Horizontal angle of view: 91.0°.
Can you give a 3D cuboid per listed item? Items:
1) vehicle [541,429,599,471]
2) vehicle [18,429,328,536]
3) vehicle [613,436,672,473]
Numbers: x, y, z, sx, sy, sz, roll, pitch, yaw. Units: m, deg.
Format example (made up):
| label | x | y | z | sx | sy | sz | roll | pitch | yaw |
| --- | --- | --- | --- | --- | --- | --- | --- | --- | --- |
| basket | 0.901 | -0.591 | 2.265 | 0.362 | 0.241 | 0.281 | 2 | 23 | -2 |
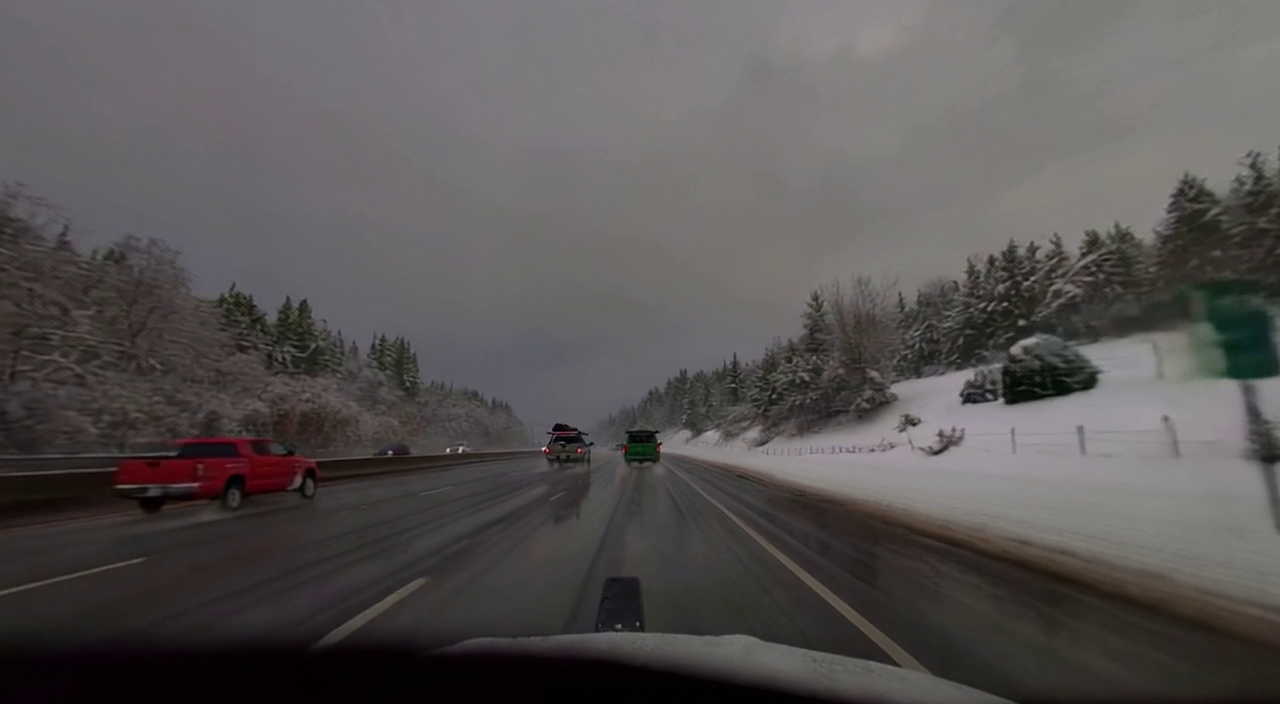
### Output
| label | x | y | z | sx | sy | sz | roll | pitch | yaw |
| --- | --- | --- | --- | --- | --- | --- | --- | --- | --- |
| vehicle | -3.458 | 4.987 | 32.119 | 2.250 | 1.947 | 4.860 | 0 | -8 | 2 |
| vehicle | -7.839 | 2.204 | 11.301 | 2.149 | 1.526 | 4.361 | 0 | -8 | 1 |
| vehicle | 0.151 | 5.096 | 31.601 | 2.715 | 1.669 | 5.163 | 0 | -8 | 1 |
